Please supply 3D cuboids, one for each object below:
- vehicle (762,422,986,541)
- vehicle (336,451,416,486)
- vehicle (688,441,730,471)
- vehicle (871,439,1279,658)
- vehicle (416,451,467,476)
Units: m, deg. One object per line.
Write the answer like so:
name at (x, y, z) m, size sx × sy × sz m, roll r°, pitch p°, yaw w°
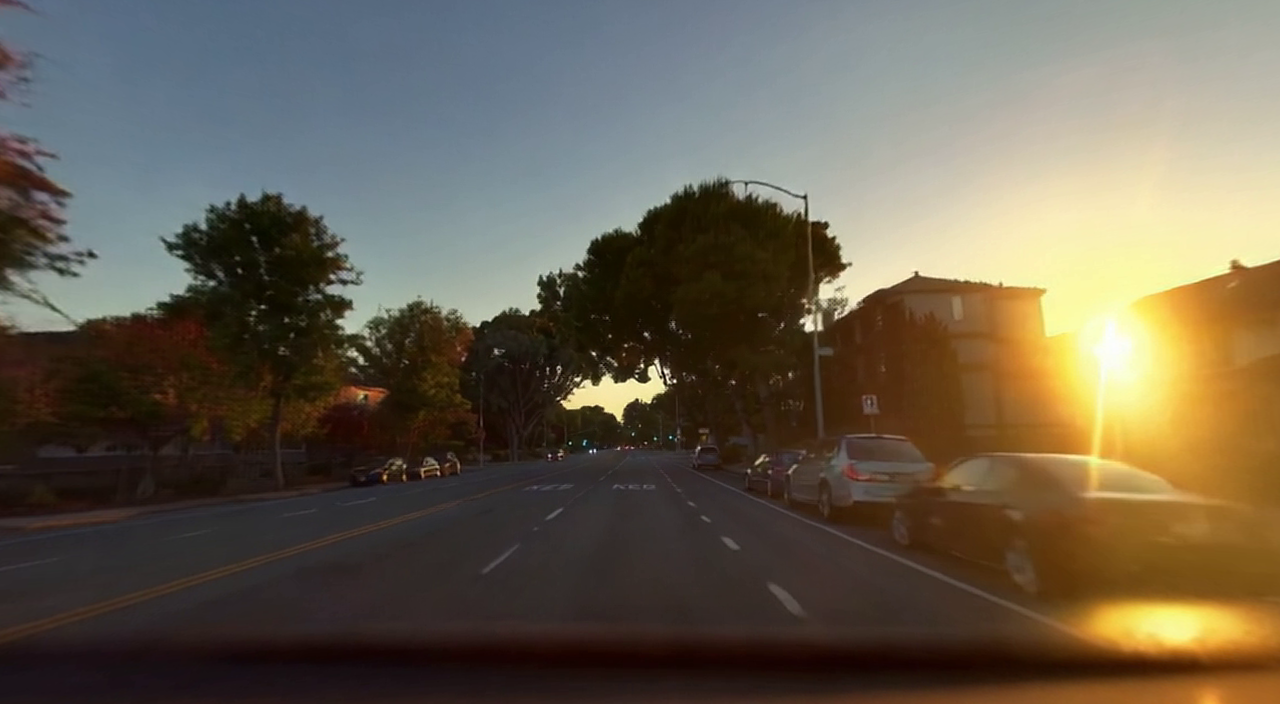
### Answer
vehicle at (4.018, 2.316, 11.995) m, size 2.338 × 1.771 × 4.680 m, roll 0°, pitch -8°, yaw -2°
vehicle at (-13.964, 6.170, 33.751) m, size 2.163 × 1.641 × 4.875 m, roll 0°, pitch -8°, yaw 0°
vehicle at (4.272, 6.548, 39.903) m, size 2.220 × 1.752 × 4.782 m, roll 0°, pitch -8°, yaw 1°
vehicle at (4.206, 1.654, 6.558) m, size 1.845 × 1.443 × 4.531 m, roll 0°, pitch -8°, yaw -1°
vehicle at (-13.886, 7.798, 44.405) m, size 1.983 × 1.608 × 4.699 m, roll 0°, pitch -8°, yaw 1°
